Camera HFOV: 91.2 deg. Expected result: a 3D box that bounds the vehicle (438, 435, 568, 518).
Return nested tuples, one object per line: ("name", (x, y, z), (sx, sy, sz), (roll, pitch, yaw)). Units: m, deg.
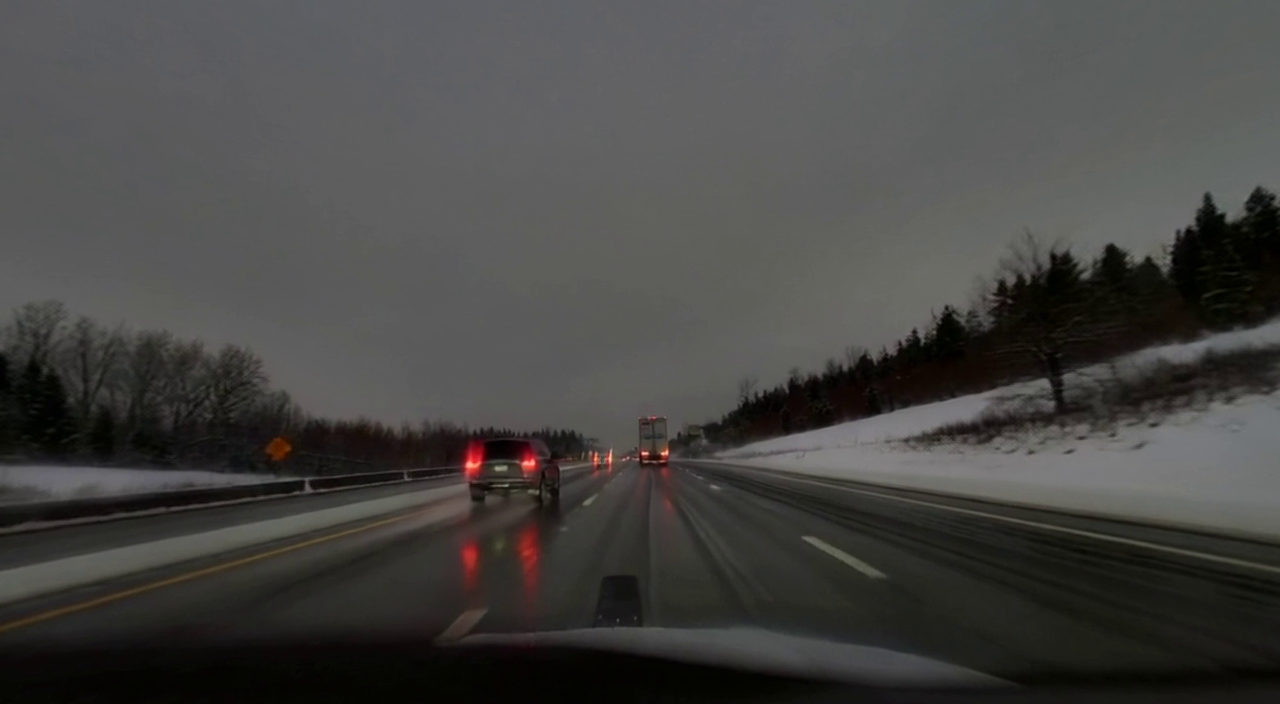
("vehicle", (-3.099, 2.939, 15.237), (2.160, 1.691, 4.243), (-1, -9, 1))
